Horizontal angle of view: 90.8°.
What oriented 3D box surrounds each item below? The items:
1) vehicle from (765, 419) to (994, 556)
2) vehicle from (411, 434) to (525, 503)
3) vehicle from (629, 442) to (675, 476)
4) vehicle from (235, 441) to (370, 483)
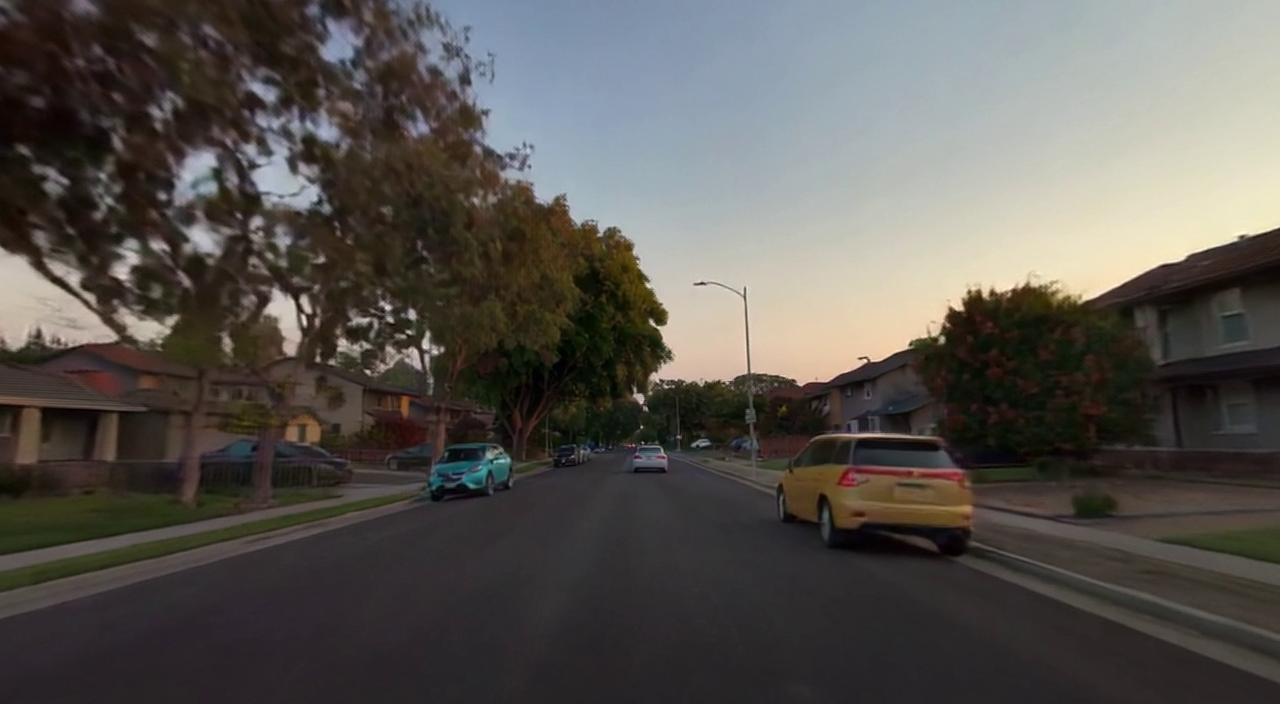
[{"bbox_3d":[3.419,2.016,10.109,1.978,1.690,4.306,0,-9,0],"label":"vehicle"},{"bbox_3d":[-5.205,3.554,19.868,2.126,1.816,4.796,-3,-8,1],"label":"vehicle"},{"bbox_3d":[0.548,4.961,29.511,2.000,1.449,4.006,0,-9,0],"label":"vehicle"},{"bbox_3d":[-12.934,4.210,24.381,4.129,1.523,1.839,0,-9,2],"label":"vehicle"}]
